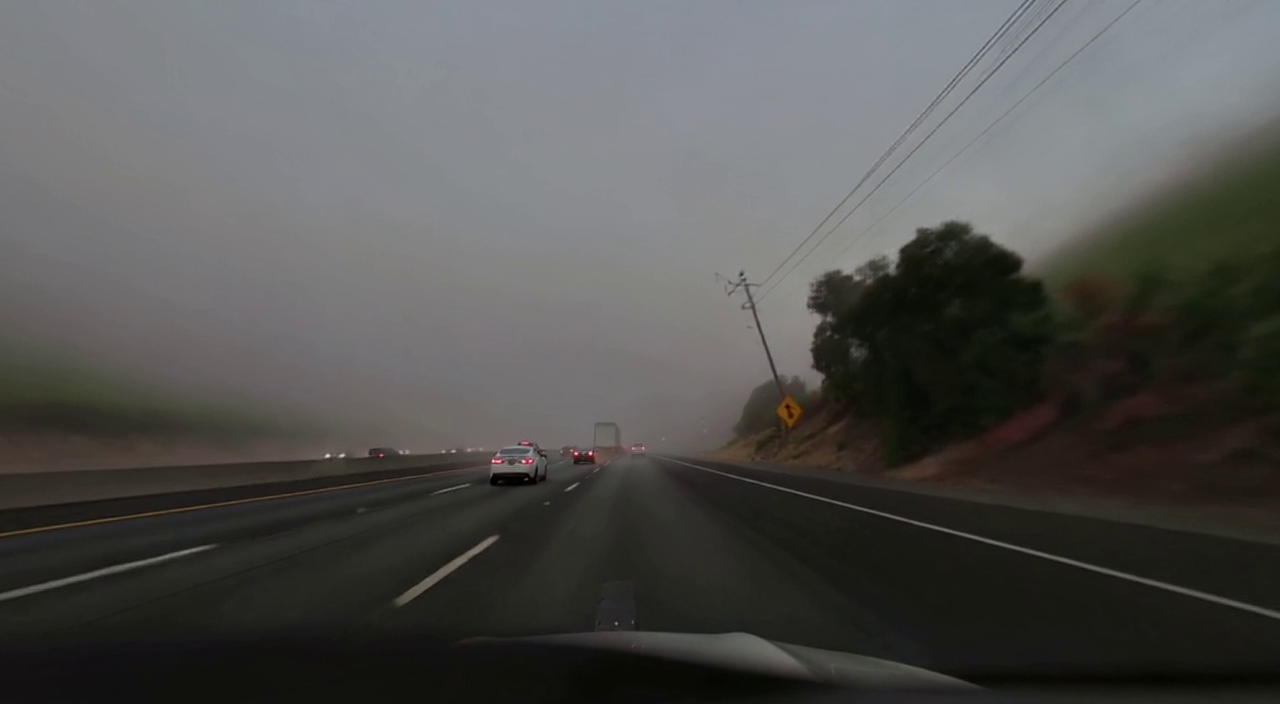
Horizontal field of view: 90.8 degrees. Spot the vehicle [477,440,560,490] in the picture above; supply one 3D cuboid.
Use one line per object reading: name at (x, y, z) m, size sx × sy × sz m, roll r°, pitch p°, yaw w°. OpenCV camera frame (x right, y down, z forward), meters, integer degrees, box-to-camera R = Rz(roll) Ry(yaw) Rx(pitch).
vehicle at (-4.053, 3.854, 21.879) m, size 1.963 × 1.533 × 4.477 m, roll 0°, pitch -9°, yaw 0°
